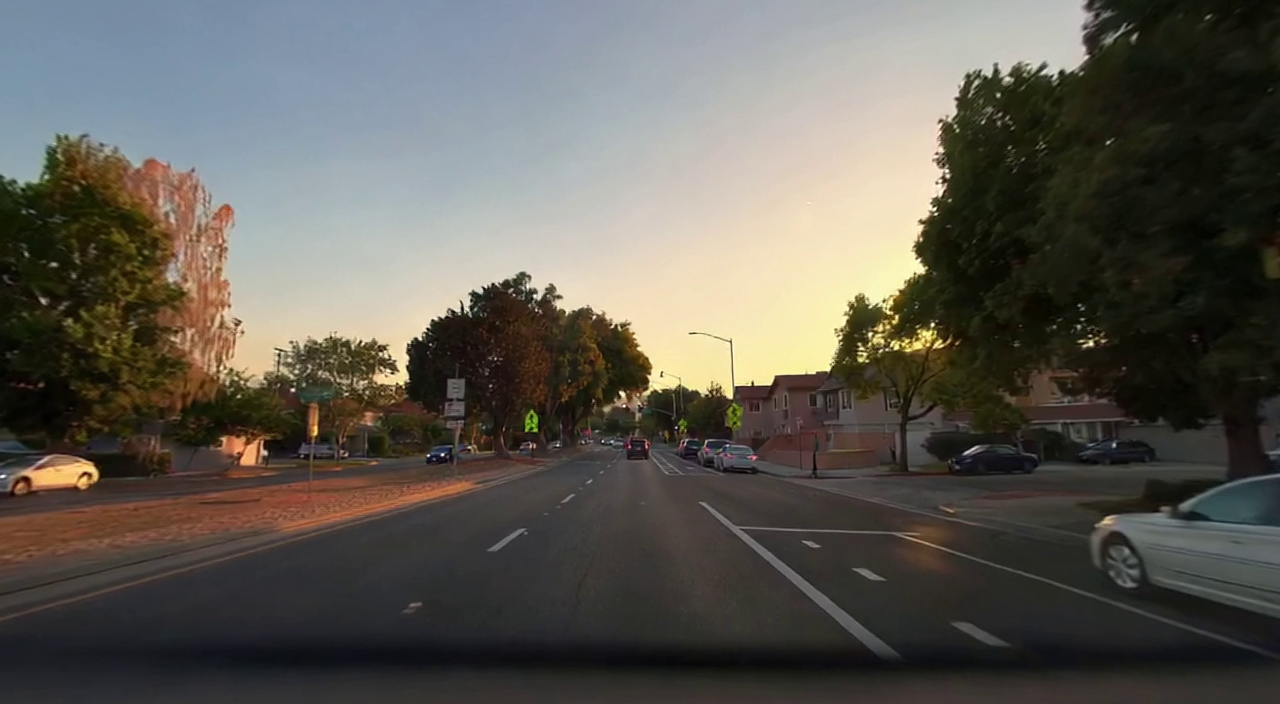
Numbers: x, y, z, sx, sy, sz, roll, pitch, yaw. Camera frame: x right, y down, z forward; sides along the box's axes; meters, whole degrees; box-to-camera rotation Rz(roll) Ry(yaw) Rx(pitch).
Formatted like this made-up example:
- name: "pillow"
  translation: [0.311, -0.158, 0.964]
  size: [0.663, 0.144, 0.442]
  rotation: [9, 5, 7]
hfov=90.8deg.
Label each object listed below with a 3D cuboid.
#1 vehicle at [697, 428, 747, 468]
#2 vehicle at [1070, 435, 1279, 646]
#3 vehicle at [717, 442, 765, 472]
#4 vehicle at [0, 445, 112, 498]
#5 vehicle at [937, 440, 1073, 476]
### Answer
- name: "vehicle"
  translation: [5.365, 6.429, 42.313]
  size: [2.324, 2.468, 6.422]
  rotation: [1, -9, -1]
- name: "vehicle"
  translation: [5.448, 1.298, 4.251]
  size: [1.963, 1.452, 4.561]
  rotation: [0, -9, 1]
- name: "vehicle"
  translation: [5.649, 5.925, 35.809]
  size: [1.940, 1.584, 4.553]
  rotation: [0, -9, 0]
- name: "vehicle"
  translation: [-25.897, 5.019, 26.933]
  size: [2.035, 2.025, 5.495]
  rotation: [-1, -9, -1]
- name: "vehicle"
  translation: [15.612, 4.560, 27.186]
  size: [4.565, 1.463, 2.084]
  rotation: [0, -9, -2]
